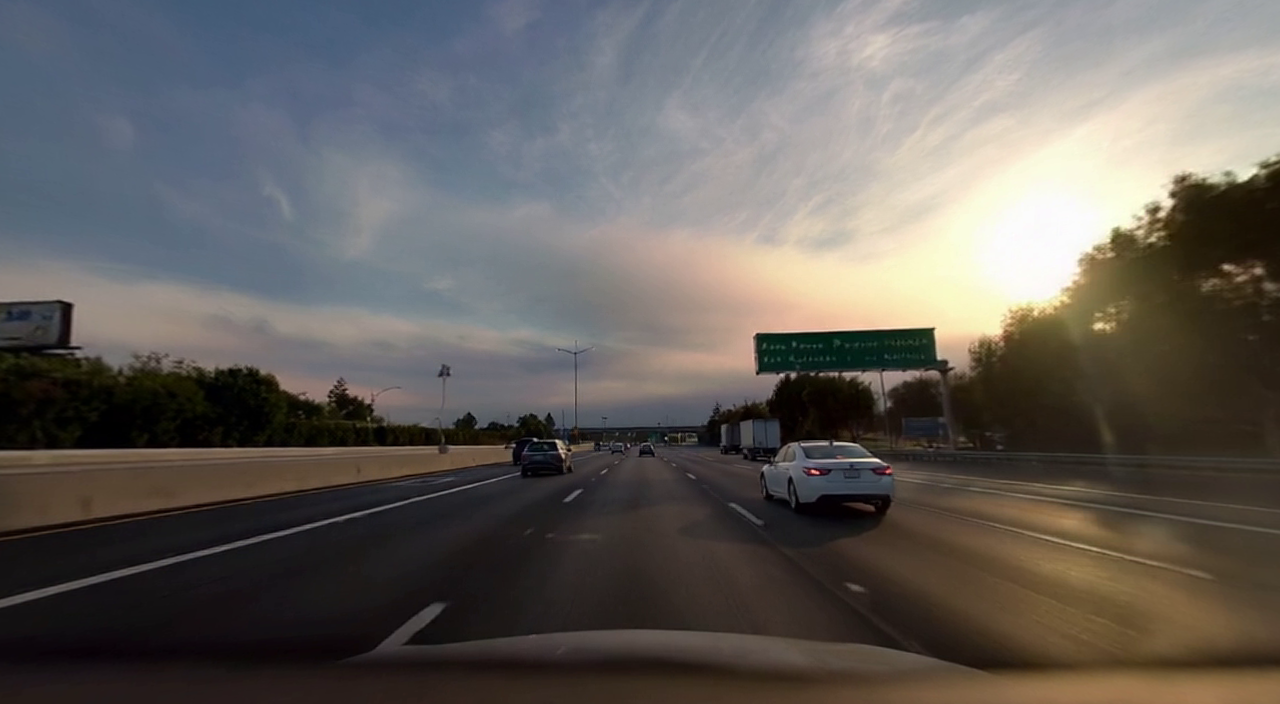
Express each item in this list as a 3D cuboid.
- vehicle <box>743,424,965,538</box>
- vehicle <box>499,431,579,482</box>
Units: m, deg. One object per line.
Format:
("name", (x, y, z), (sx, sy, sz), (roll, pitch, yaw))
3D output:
("vehicle", (3.369, 2.146, 11.229), (2.107, 1.550, 4.949), (0, -8, -1))
("vehicle", (-3.714, 3.943, 24.084), (2.193, 1.746, 4.512), (0, -8, 1))
